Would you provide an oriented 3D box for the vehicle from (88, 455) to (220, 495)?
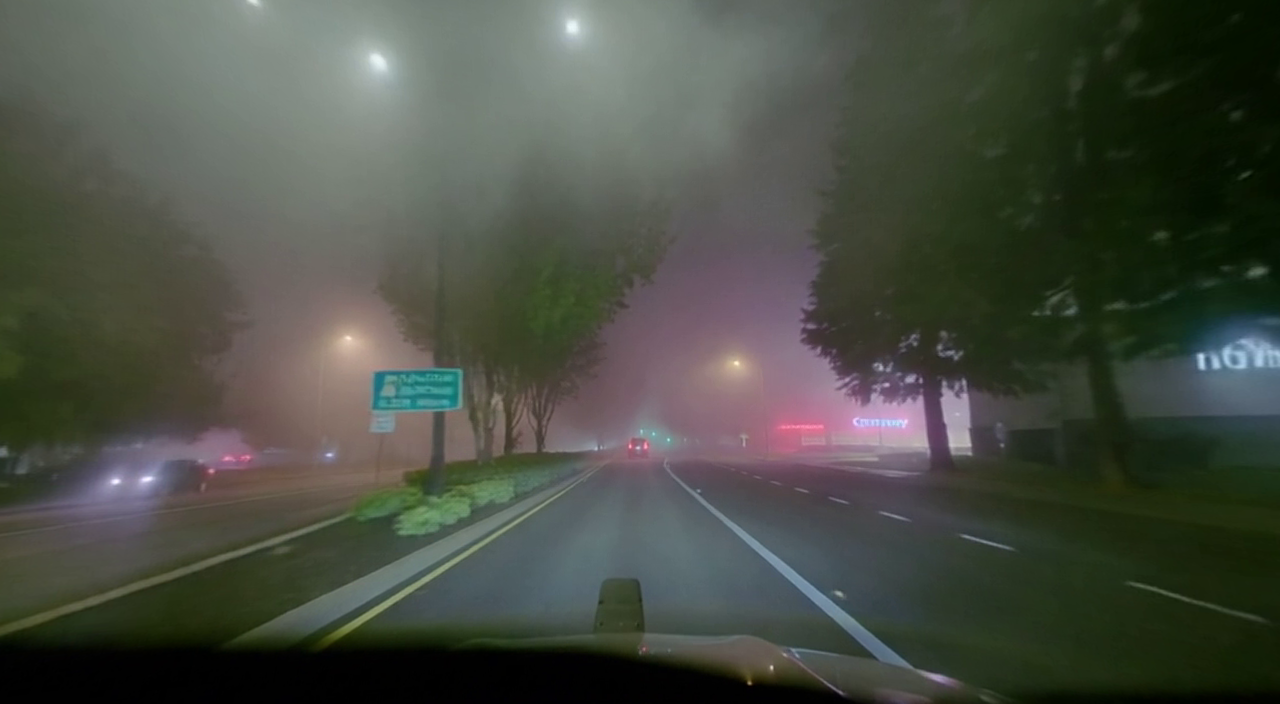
[{"bbox_3d":[-20.094,5.030,26.143,4.665,1.486,1.918,-3,-9,18],"label":"vehicle"}]
